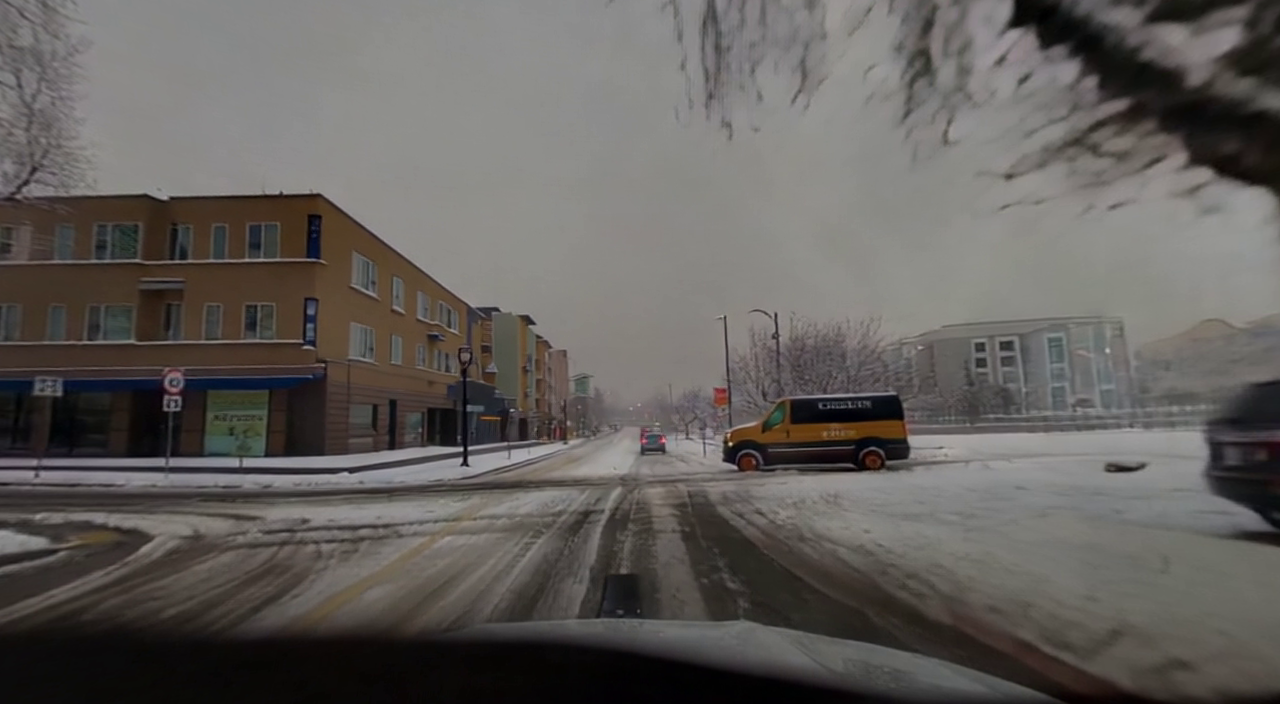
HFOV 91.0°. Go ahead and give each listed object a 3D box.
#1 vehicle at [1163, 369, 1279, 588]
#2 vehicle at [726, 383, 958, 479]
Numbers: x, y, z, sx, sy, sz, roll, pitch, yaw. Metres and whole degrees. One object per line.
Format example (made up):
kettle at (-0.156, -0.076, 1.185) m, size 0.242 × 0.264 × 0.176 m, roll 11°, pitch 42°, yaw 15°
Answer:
vehicle at (6.885, 0.684, 4.194) m, size 4.631 × 1.574 × 2.073 m, roll -8°, pitch -8°, yaw 21°
vehicle at (5.919, 2.406, 19.032) m, size 6.221 × 2.498 × 2.239 m, roll -5°, pitch -10°, yaw 35°
